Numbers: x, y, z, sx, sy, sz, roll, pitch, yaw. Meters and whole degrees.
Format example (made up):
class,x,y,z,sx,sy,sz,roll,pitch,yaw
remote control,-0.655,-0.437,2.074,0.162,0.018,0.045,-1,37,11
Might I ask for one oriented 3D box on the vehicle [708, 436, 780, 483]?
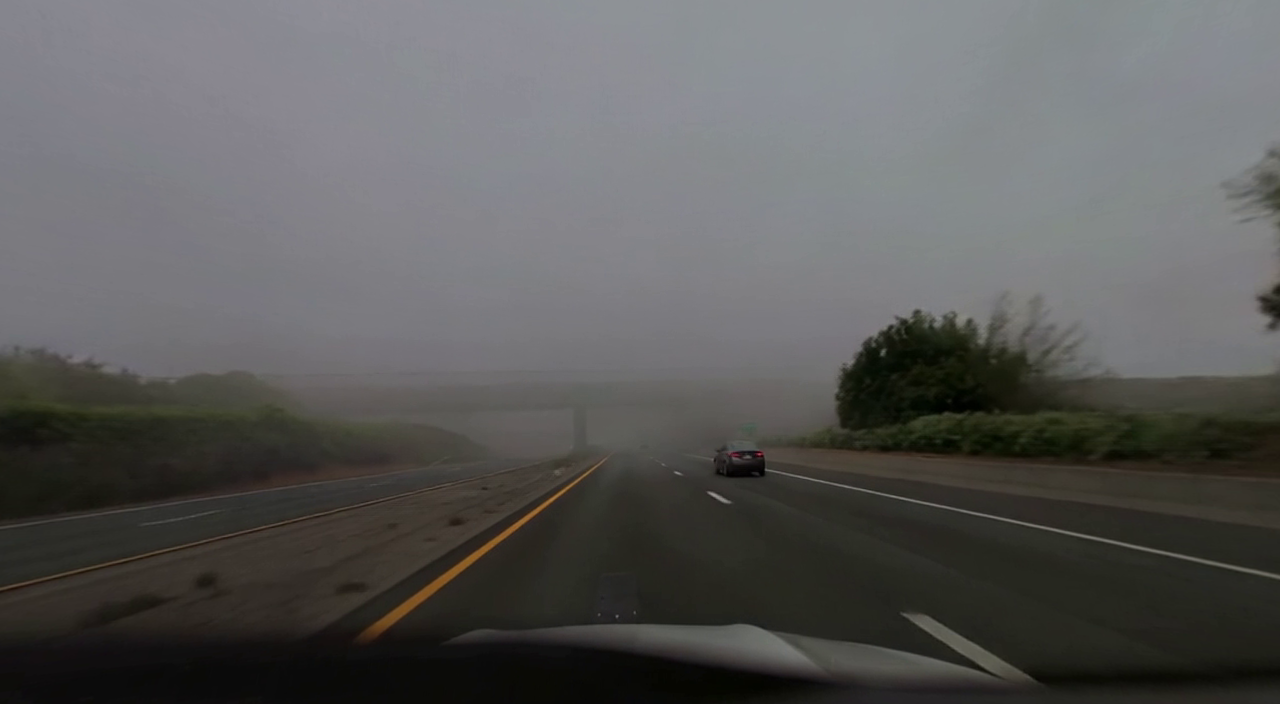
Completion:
class,x,y,z,sx,sy,sz,roll,pitch,yaw
vehicle,3.512,3.694,21.904,1.781,1.470,3.540,0,-8,-1
